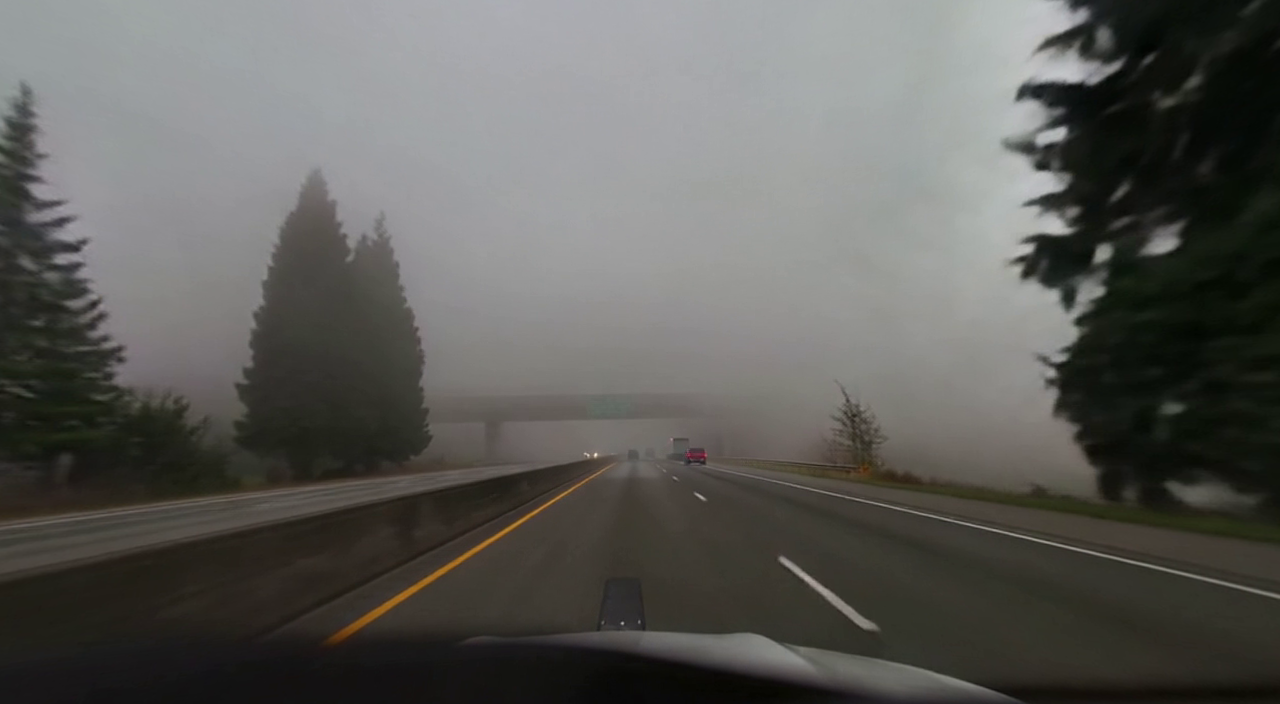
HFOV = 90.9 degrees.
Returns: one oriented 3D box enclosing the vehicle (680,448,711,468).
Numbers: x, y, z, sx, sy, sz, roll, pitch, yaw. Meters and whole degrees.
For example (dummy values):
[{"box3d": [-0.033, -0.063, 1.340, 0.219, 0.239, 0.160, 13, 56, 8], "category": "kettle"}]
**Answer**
[{"box3d": [4.335, 8.328, 49.704, 1.987, 1.473, 4.244, 0, -9, 0], "category": "vehicle"}]
